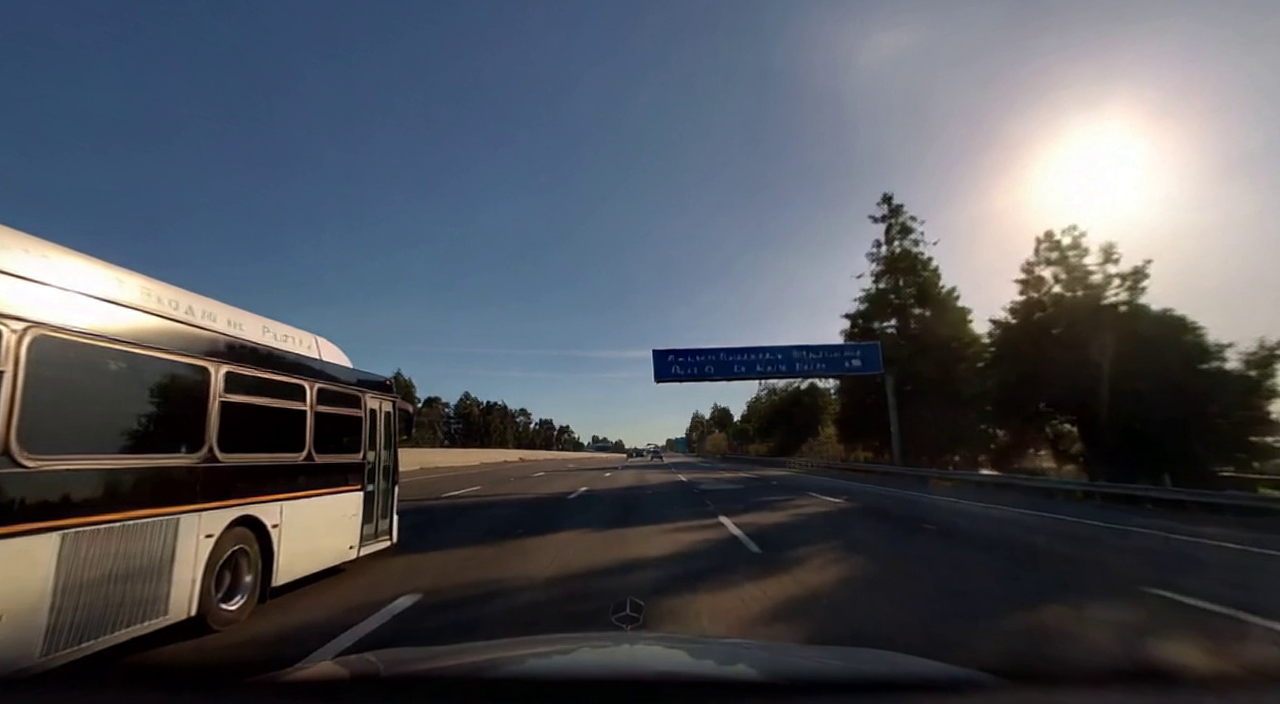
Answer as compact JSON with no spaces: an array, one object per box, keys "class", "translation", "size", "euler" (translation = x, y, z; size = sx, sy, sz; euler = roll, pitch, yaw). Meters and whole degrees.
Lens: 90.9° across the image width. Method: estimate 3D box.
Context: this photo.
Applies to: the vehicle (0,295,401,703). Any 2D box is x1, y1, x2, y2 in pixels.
[{"class":"vehicle","translation":[-3.980,1.034,4.874],"size":[2.127,1.985,5.205],"euler":[0,-8,1]}]
